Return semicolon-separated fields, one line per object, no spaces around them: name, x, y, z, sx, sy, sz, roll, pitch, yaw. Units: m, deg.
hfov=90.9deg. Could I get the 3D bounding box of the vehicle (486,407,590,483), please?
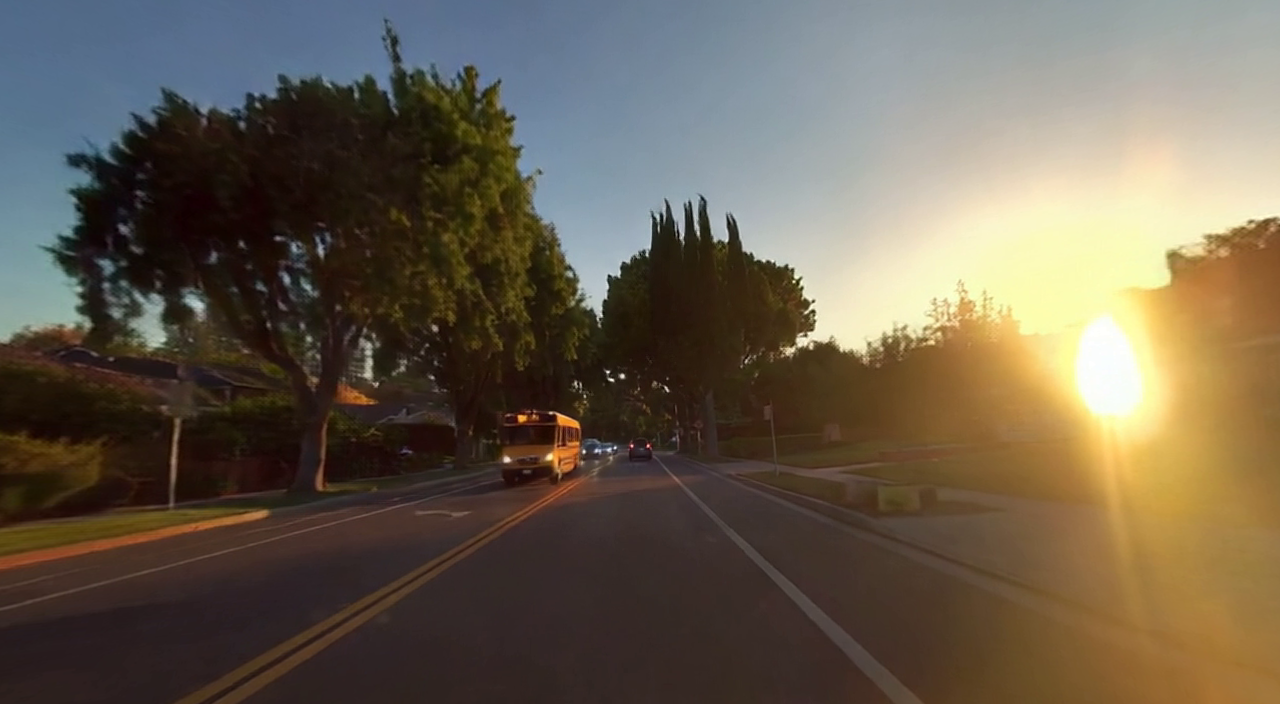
vehicle;-4.199;4.169;28.399;2.966;2.818;9.113;0;-8;1
